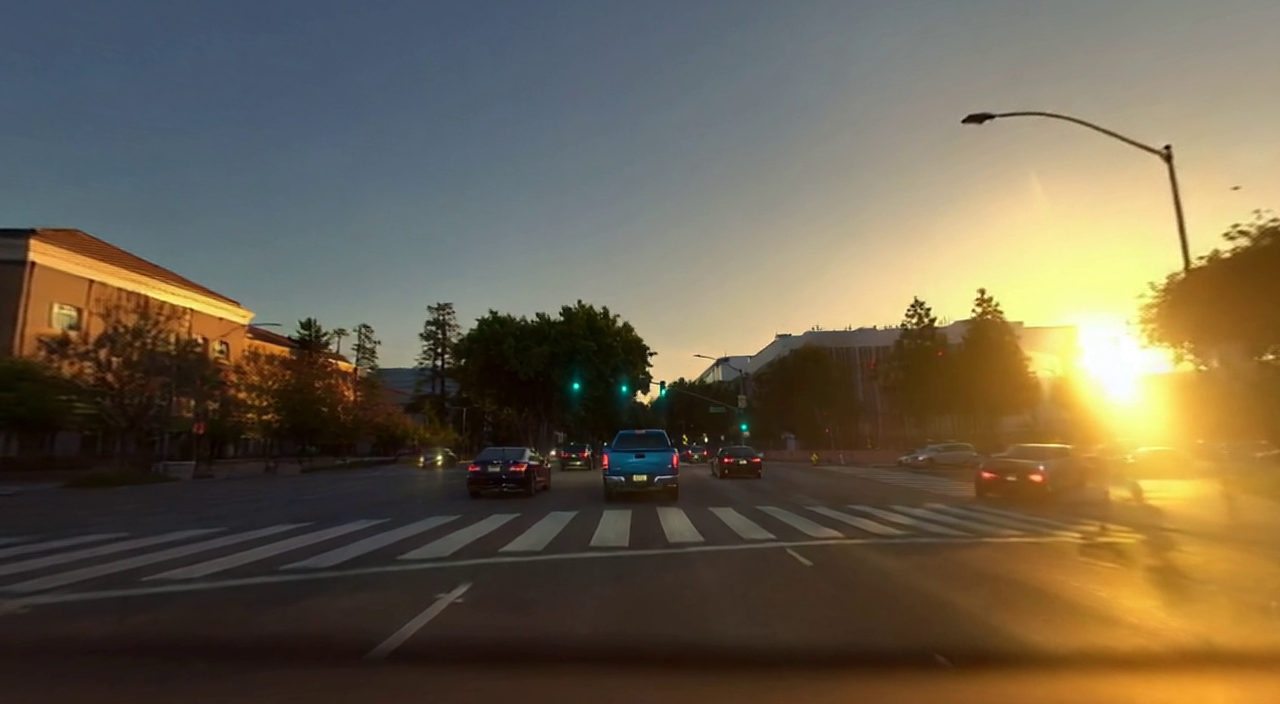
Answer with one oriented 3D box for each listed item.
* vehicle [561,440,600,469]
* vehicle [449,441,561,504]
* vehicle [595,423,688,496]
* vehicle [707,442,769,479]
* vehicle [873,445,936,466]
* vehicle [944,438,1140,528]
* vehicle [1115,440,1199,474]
[{"bbox_3d":[-3.647,6.415,39.550,2.018,1.700,4.142,0,-8,0],"label":"vehicle"},{"bbox_3d":[-3.474,3.168,17.142,1.986,1.465,4.509,0,-8,1],"label":"vehicle"},{"bbox_3d":[0.038,3.265,19.447,2.493,1.934,4.957,0,-8,0],"label":"vehicle"},{"bbox_3d":[4.245,4.774,28.053,1.968,1.472,4.456,0,-8,-1],"label":"vehicle"},{"bbox_3d":[19.902,7.731,47.393,4.417,1.492,1.943,4,-9,-27],"label":"vehicle"},{"bbox_3d":[9.386,3.027,15.301,2.126,1.820,4.521,-1,-8,6],"label":"vehicle"},{"bbox_3d":[31.709,6.402,38.610,5.227,1.935,2.289,5,-10,-32],"label":"vehicle"}]
